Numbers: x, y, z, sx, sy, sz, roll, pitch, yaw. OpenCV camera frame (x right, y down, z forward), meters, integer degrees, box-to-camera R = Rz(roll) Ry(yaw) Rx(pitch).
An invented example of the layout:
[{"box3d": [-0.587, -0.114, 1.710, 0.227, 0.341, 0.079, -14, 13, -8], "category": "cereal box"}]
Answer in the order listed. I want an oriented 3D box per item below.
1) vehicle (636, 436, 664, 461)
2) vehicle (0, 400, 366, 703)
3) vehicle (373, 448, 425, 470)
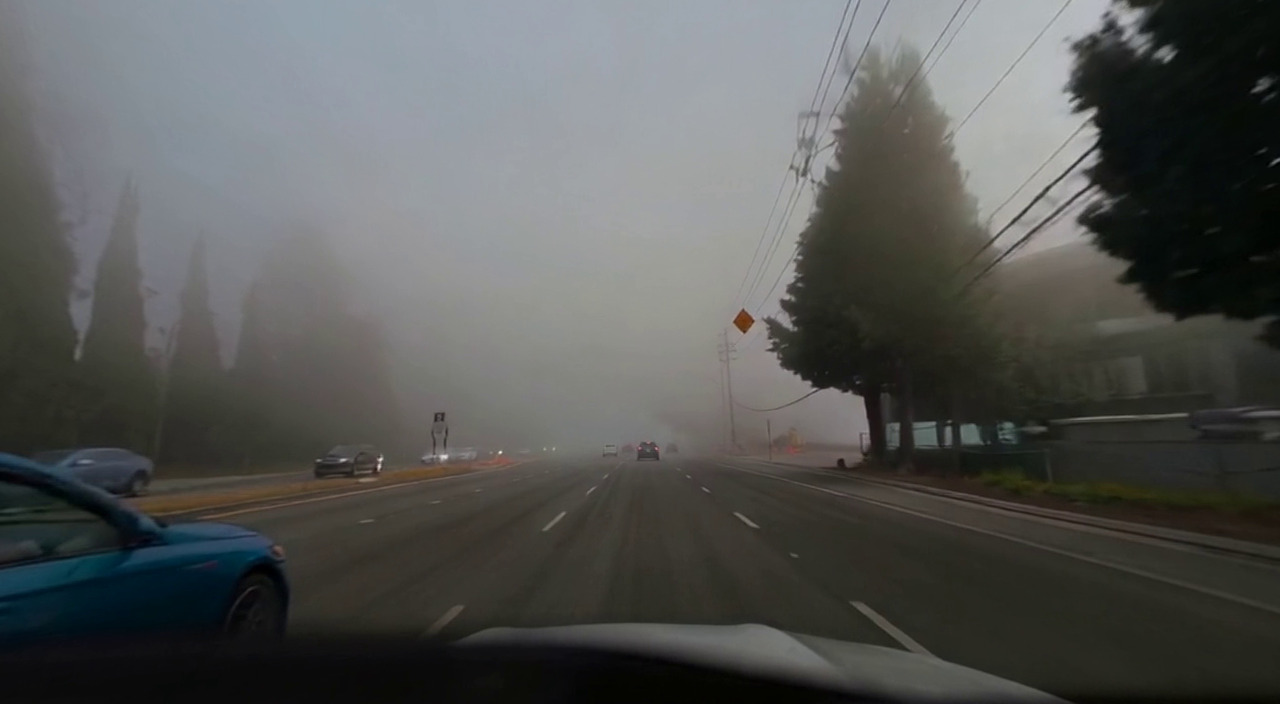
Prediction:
[{"box3d": [0.781, 7.415, 48.668, 2.060, 1.845, 4.151, 0, -8, 0], "category": "vehicle"}, {"box3d": [-3.098, 0.924, 2.174, 2.087, 1.480, 4.825, 0, -8, 1], "category": "vehicle"}, {"box3d": [-17.709, 7.889, 46.577, 1.979, 1.494, 4.706, 0, -8, 0], "category": "vehicle"}]
